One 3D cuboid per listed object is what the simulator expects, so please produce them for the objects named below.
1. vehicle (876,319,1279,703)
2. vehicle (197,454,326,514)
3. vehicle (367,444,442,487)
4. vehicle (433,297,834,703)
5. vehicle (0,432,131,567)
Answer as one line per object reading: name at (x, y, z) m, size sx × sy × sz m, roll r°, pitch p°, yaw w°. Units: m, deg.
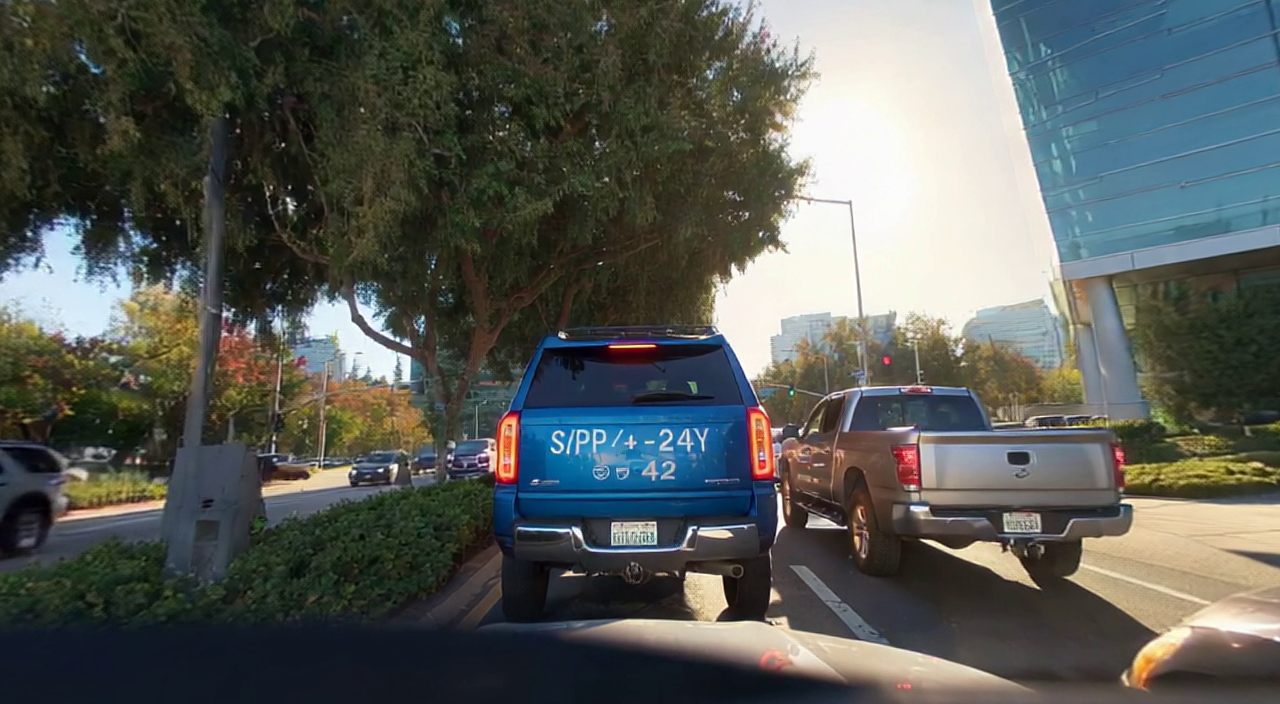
vehicle at (3.084, 0.985, 3.486) m, size 2.022 × 1.700 × 4.410 m, roll 0°, pitch -8°, yaw 3°
vehicle at (-16.113, 5.577, 27.224) m, size 2.637 × 2.293 × 4.494 m, roll 0°, pitch -8°, yaw 1°
vehicle at (-12.364, 5.967, 33.472) m, size 2.111 × 1.917 × 4.758 m, roll -5°, pitch -9°, yaw 1°
vehicle at (0.017, 1.161, 5.887) m, size 2.267 × 2.372 × 4.366 m, roll 0°, pitch -8°, yaw 2°
vehicle at (-10.959, 2.253, 9.248) m, size 2.362 × 2.052 × 6.109 m, roll -2°, pitch -8°, yaw -6°
